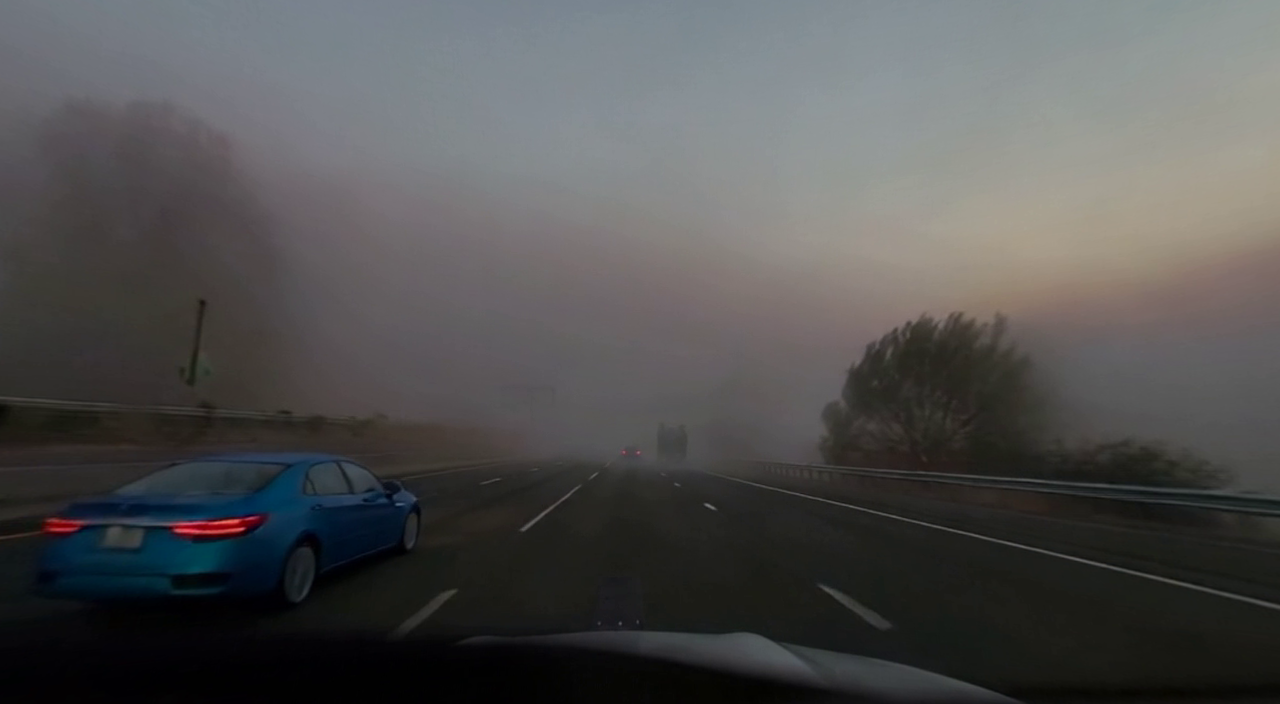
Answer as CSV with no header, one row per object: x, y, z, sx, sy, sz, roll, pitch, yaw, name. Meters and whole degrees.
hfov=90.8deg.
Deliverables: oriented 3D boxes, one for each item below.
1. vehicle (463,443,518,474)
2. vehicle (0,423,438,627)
-7.643,5.488,32.752,1.915,1.479,3.843,0,-9,0,vehicle
-3.956,1.608,6.879,2.090,1.487,4.276,0,-9,0,vehicle
